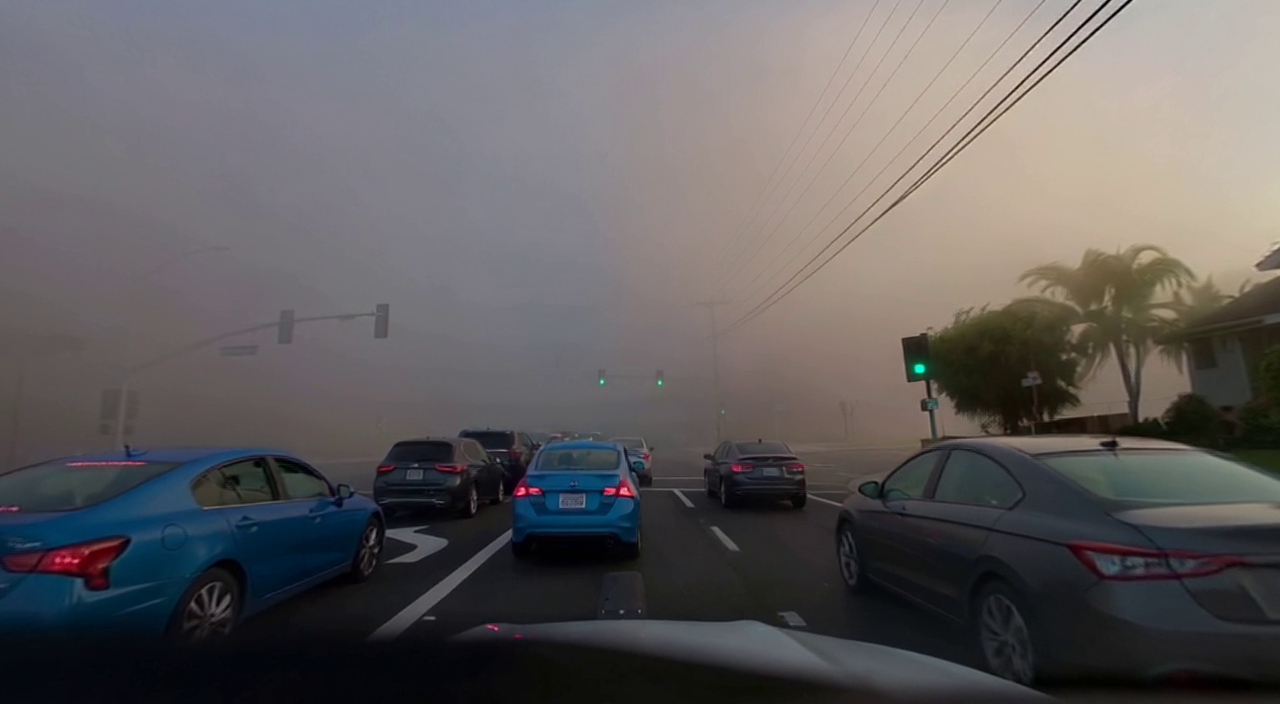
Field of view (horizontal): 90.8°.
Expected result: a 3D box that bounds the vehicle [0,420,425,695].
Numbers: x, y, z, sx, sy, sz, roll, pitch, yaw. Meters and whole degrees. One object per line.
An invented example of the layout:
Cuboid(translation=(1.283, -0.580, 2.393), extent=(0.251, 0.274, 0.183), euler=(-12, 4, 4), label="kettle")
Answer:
Cuboid(translation=(-3.665, 1.452, 5.716), extent=(2.058, 1.474, 4.473), euler=(0, -9, -3), label="vehicle")

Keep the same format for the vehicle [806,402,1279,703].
Cuboid(translation=(2.785, 1.234, 4.427), extent=(2.014, 1.464, 4.312), euler=(0, -9, -1), label="vehicle")

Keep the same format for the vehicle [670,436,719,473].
Cuboid(translation=(2.729, 5.263, 32.508), extent=(2.063, 1.750, 4.410), euler=(0, -9, -1), label="vehicle")

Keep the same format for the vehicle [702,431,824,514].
Cuboid(translation=(2.658, 2.718, 14.741), extent=(1.956, 1.615, 4.205), euler=(0, -9, -1), label="vehicle")

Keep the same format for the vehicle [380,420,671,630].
Cuboid(translation=(-0.864, 1.546, 6.574), extent=(2.104, 1.500, 3.815), euler=(0, -9, -1), label="vehicle")
